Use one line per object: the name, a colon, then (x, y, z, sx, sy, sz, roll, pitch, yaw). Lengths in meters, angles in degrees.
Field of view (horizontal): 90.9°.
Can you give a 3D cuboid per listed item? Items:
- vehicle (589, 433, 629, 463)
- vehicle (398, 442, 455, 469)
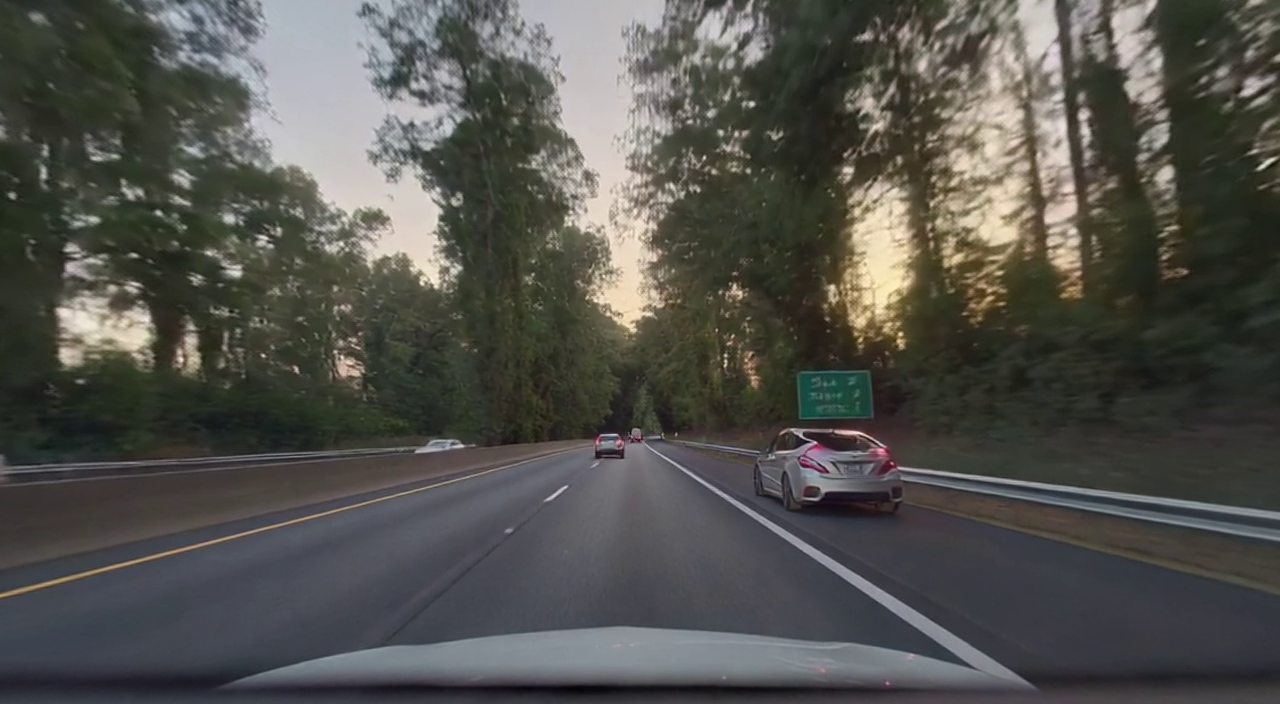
vehicle: (-1.741, 5.600, 37.012, 2.094, 1.653, 4.283, 0, -8, 0)
vehicle: (-12.241, 5.934, 36.399, 1.826, 1.407, 4.273, 0, -8, 0)
